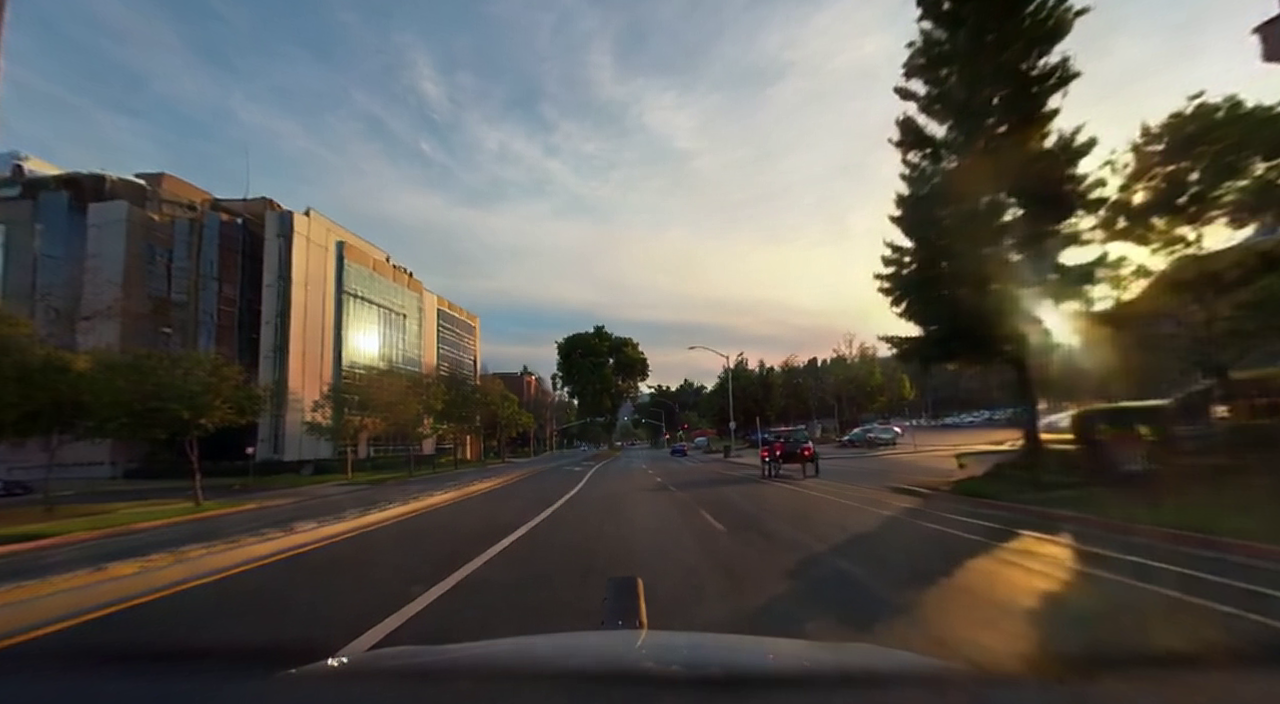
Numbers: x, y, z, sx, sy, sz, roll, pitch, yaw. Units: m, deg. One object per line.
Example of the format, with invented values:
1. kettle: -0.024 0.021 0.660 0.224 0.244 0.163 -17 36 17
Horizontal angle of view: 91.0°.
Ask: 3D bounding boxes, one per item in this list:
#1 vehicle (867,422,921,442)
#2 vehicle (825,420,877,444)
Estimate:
1. vehicle: 19.437 6.196 48.364 2.021 1.472 4.047 1 -8 -8
2. vehicle: 16.523 6.324 49.492 2.059 1.788 4.708 1 -8 -5
